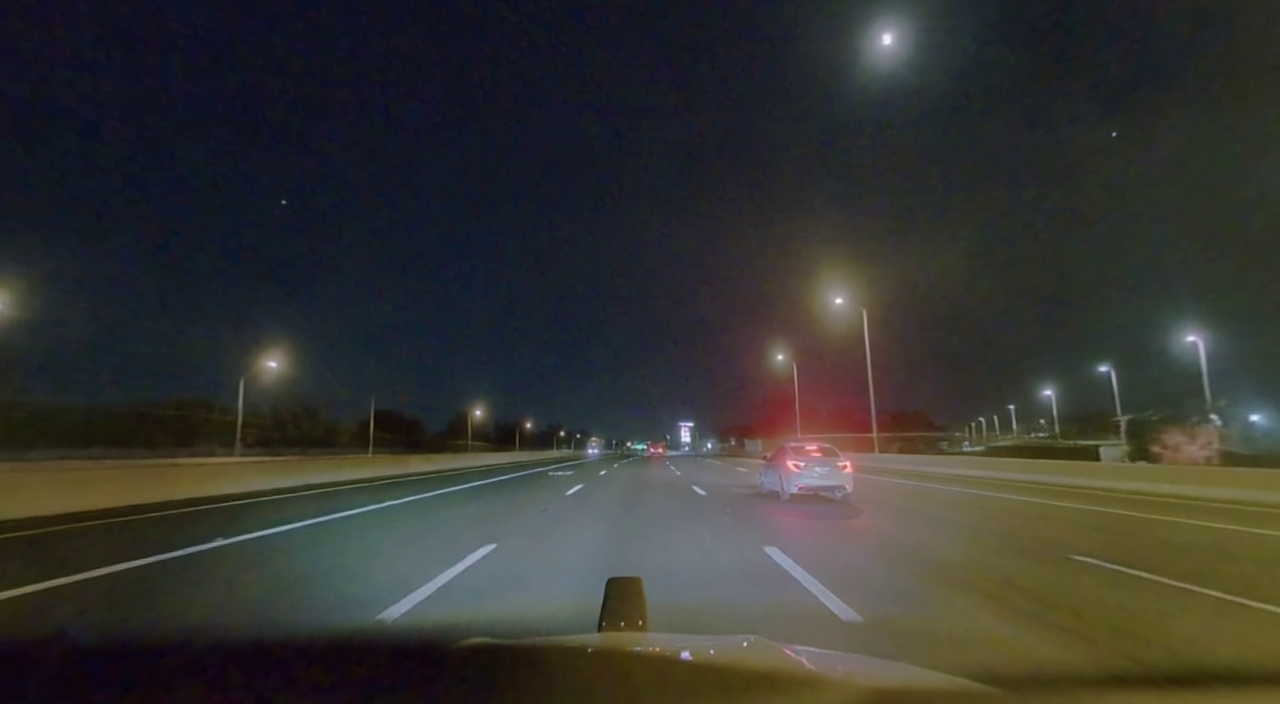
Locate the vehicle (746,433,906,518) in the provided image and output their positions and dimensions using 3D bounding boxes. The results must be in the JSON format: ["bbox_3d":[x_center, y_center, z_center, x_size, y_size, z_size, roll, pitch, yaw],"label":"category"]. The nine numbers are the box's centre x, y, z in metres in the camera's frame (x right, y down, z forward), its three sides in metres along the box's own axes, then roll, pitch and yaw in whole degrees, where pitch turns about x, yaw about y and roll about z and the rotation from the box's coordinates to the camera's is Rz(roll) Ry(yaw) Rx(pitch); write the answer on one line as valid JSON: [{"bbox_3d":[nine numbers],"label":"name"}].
[{"bbox_3d":[3.693,2.551,13.565,1.999,1.492,4.673,0,-9,0],"label":"vehicle"}]
